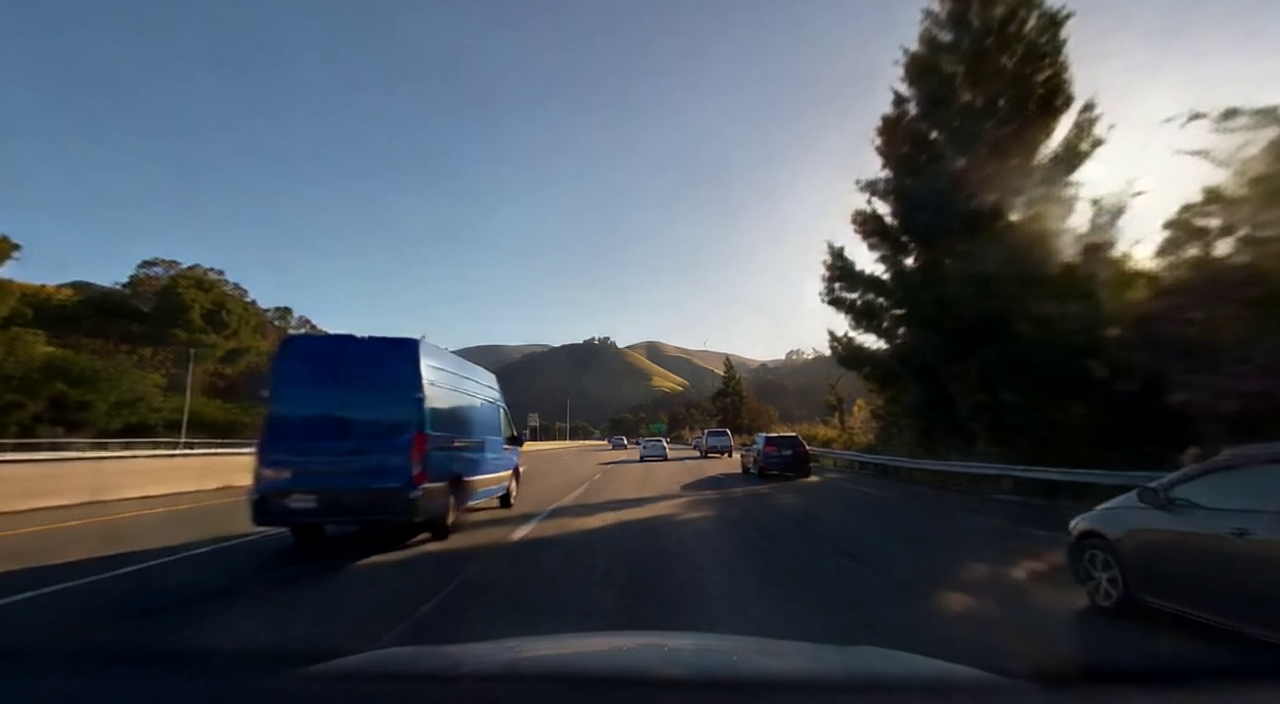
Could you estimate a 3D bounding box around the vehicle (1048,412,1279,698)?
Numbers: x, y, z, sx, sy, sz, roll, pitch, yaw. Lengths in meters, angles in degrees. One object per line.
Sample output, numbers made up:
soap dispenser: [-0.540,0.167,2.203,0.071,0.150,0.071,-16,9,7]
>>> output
vehicle: [4.407,1.008,2.931,2.050,1.491,4.362,0,-8,-1]

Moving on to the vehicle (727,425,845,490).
vehicle: [4.063,3.019,18.343,2.270,1.660,4.101,0,-8,-3]

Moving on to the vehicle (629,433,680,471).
vehicle: [0.581,4.338,27.567,2.054,1.504,3.890,0,-8,0]

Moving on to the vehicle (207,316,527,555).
vehicle: [-3.544,1.329,9.951,2.396,2.664,5.735,0,-8,0]

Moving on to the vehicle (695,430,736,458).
vehicle: [5.256,6.495,44.599,2.229,1.837,4.710,0,-8,-1]
